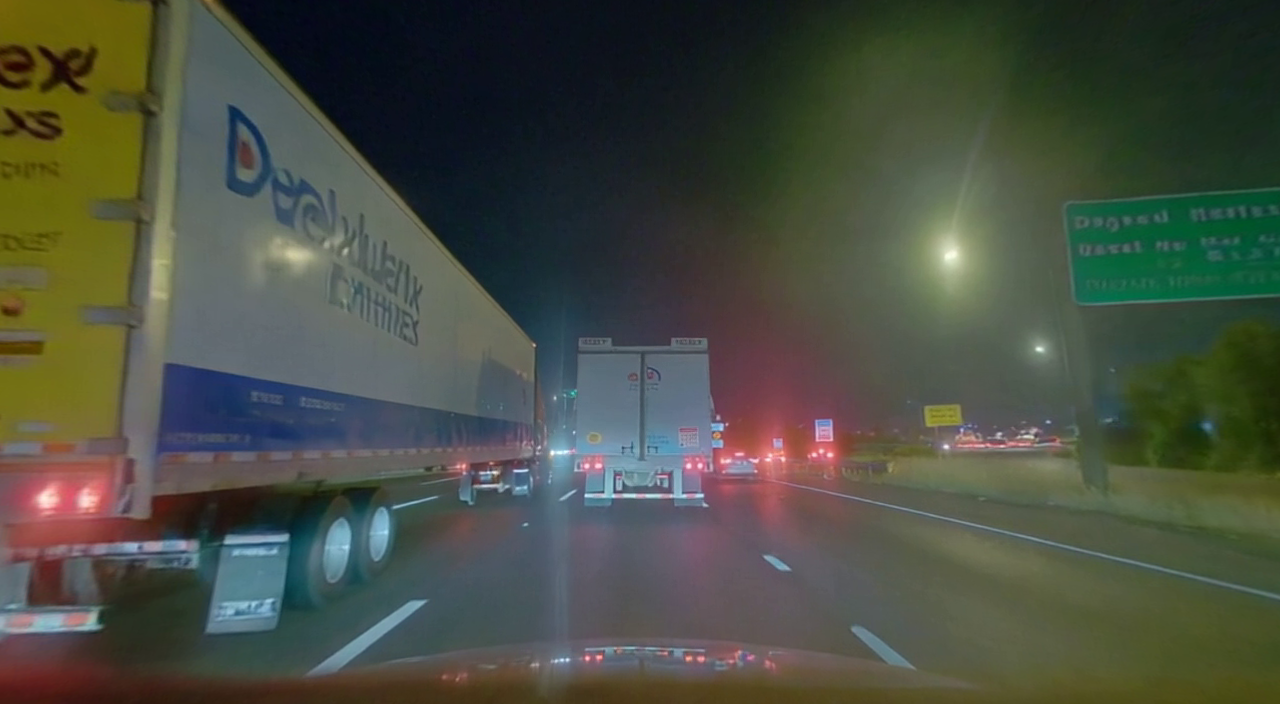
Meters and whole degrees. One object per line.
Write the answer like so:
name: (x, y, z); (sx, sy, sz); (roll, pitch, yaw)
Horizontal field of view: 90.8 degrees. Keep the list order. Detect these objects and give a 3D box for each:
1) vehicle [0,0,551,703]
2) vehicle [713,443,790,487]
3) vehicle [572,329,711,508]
vehicle: (-4.098, 0.872, 10.647); (2.873, 4.107, 15.970); (0, -9, 0)
vehicle: (4.040, 4.151, 23.594); (2.010, 1.446, 4.579); (0, -9, 0)
vehicle: (-0.008, 2.120, 18.405); (2.910, 3.828, 9.805); (0, -9, 0)
